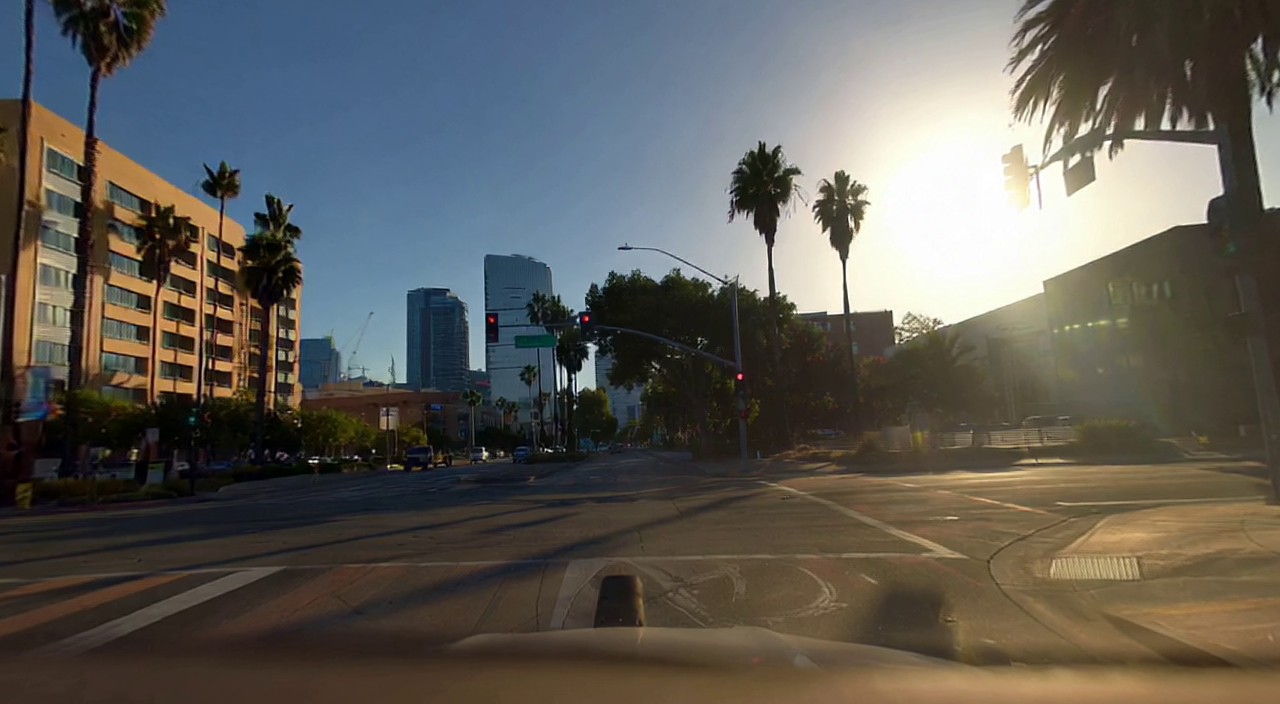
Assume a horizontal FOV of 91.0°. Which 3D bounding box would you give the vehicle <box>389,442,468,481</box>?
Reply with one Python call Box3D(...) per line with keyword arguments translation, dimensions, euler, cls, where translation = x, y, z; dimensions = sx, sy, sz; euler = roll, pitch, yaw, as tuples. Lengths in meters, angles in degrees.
Box3D(translation=(-10.741, 5.593, 32.373), dimensions=(2.270, 1.833, 4.860), euler=(0, -9, 1), cls="vehicle")
